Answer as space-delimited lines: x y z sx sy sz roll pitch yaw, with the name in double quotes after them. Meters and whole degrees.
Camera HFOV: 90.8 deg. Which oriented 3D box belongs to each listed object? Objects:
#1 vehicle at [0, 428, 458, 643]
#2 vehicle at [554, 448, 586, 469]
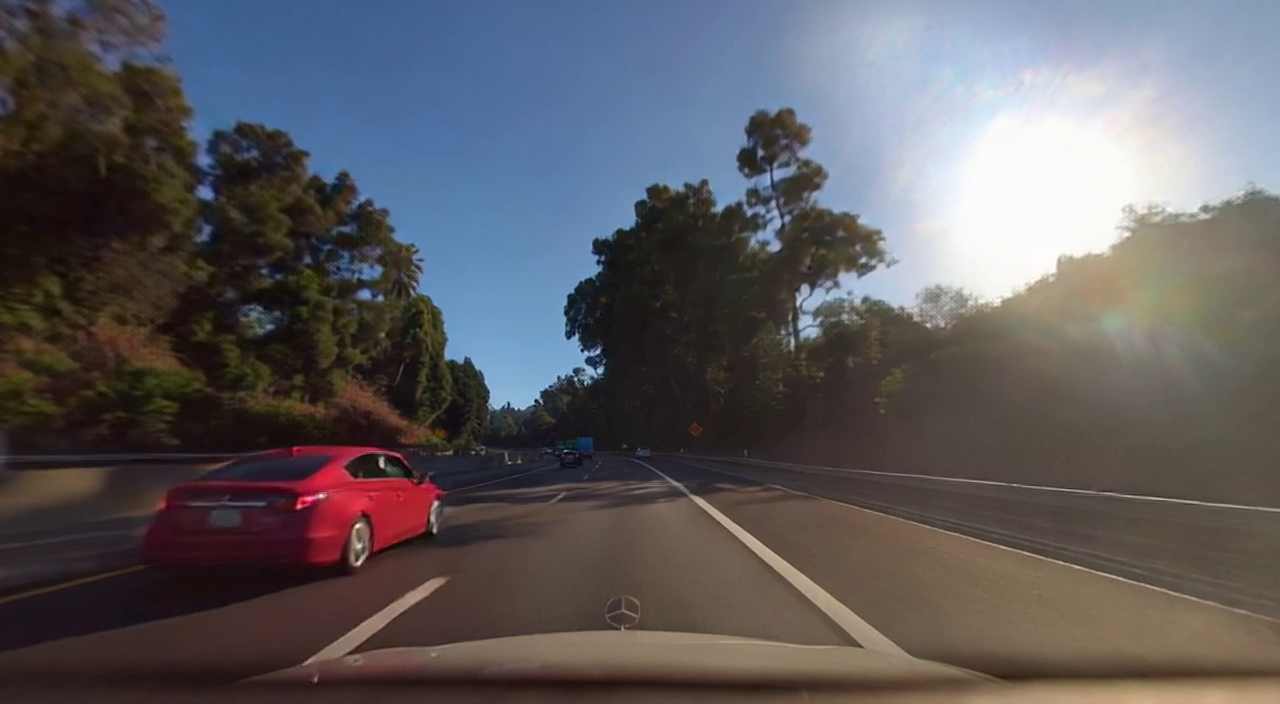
-3.738 1.673 7.004 1.957 1.499 4.965 0 -9 0 "vehicle"
-5.168 7.902 47.026 2.049 1.521 4.366 0 -9 -2 "vehicle"
